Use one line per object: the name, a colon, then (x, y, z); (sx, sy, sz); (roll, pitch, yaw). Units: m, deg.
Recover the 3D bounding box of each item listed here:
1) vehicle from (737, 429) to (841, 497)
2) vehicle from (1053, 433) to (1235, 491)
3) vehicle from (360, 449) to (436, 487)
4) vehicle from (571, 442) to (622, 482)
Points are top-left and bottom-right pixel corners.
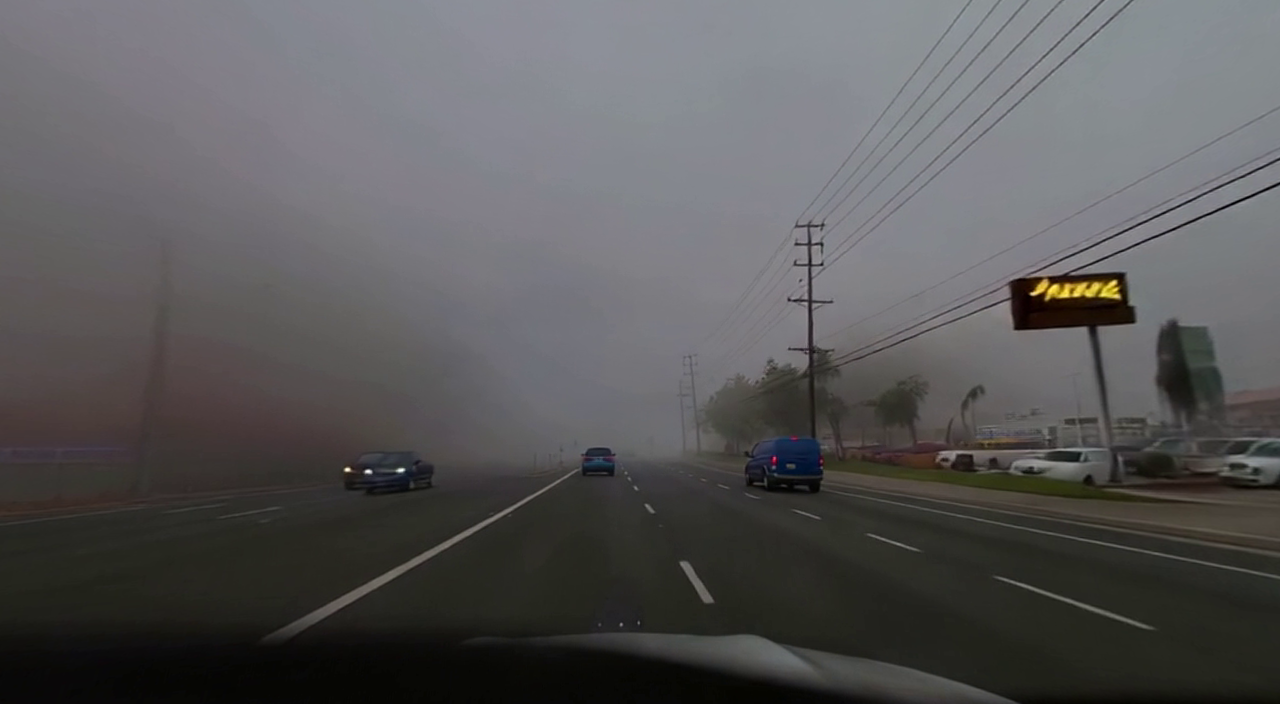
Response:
vehicle: (4.647, 3.547, 20.411); (2.107, 1.928, 4.471); (0, -9, -2)
vehicle: (16.619, 3.613, 20.937); (4.323, 1.466, 1.878); (-5, -8, -1)
vehicle: (-11.845, 5.676, 31.180); (2.080, 1.688, 4.473); (0, -9, -2)
vehicle: (-1.887, 4.927, 28.531); (2.138, 1.672, 4.168); (0, -9, -2)
